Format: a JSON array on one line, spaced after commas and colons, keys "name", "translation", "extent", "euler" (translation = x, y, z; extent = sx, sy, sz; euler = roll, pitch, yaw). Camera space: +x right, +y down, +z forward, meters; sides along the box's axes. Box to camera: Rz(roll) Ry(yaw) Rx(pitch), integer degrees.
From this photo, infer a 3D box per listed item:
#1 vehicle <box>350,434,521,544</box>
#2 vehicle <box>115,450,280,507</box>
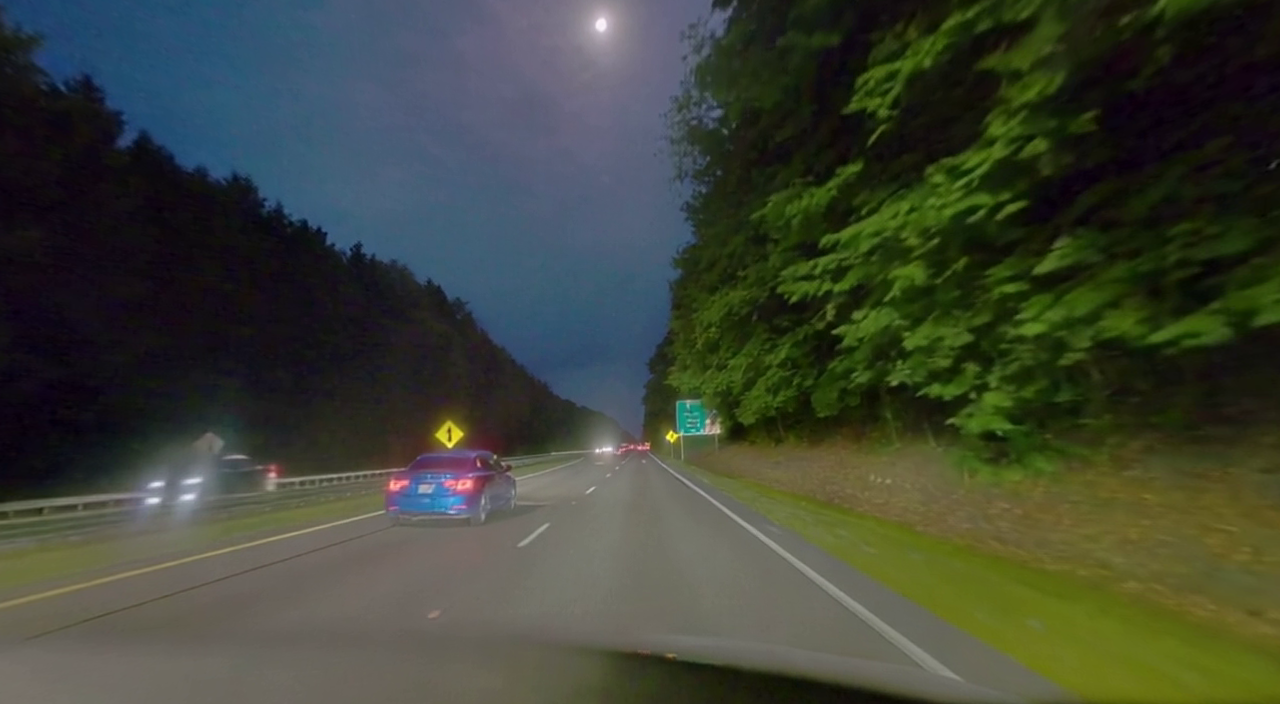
[{"name": "vehicle", "translation": [-3.238, 2.221, 10.750], "extent": [1.675, 1.537, 3.574], "euler": [0, -9, 1]}, {"name": "vehicle", "translation": [-15.305, 4.349, 22.269], "extent": [2.122, 1.763, 4.903], "euler": [-1, -9, 2]}]
